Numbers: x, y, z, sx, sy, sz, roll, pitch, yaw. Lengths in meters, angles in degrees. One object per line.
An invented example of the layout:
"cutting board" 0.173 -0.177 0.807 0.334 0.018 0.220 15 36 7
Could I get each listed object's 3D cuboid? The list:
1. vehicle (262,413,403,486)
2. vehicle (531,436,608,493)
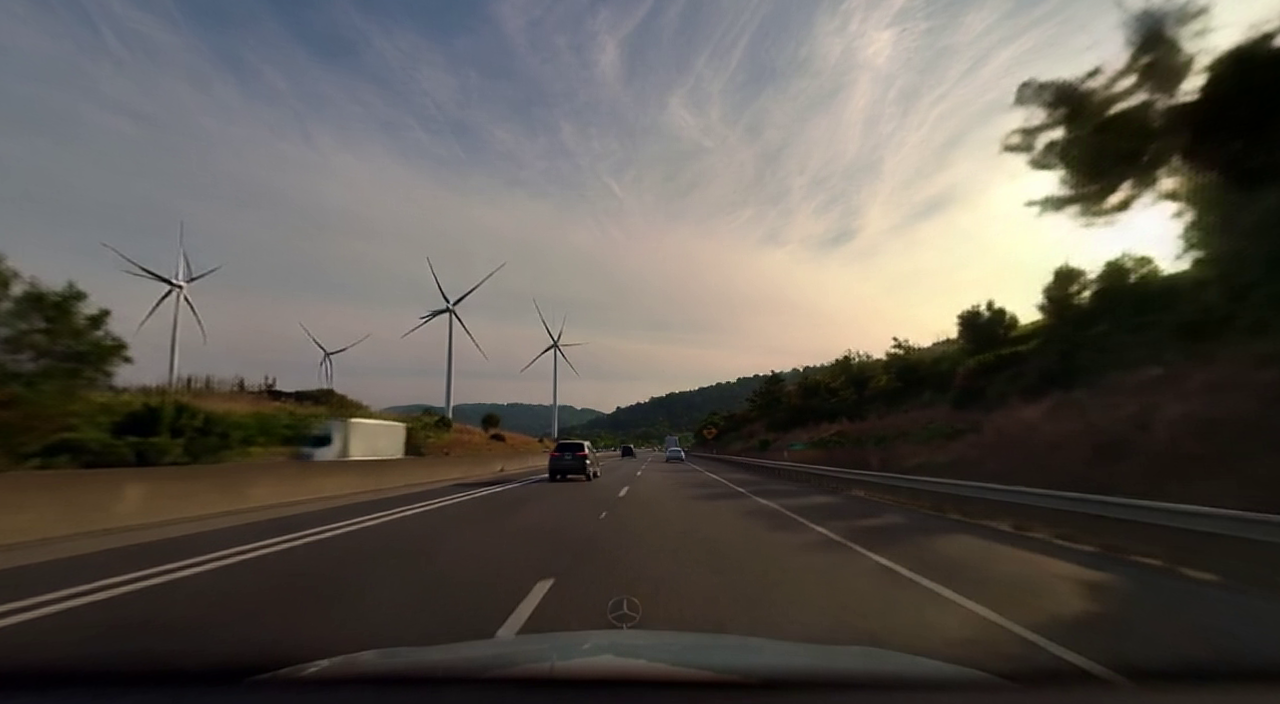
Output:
"vehicle" -14.849 4.874 31.348 2.706 3.119 8.054 -1 -9 2
"vehicle" -2.278 3.786 21.420 2.038 1.723 4.150 -1 -9 1
